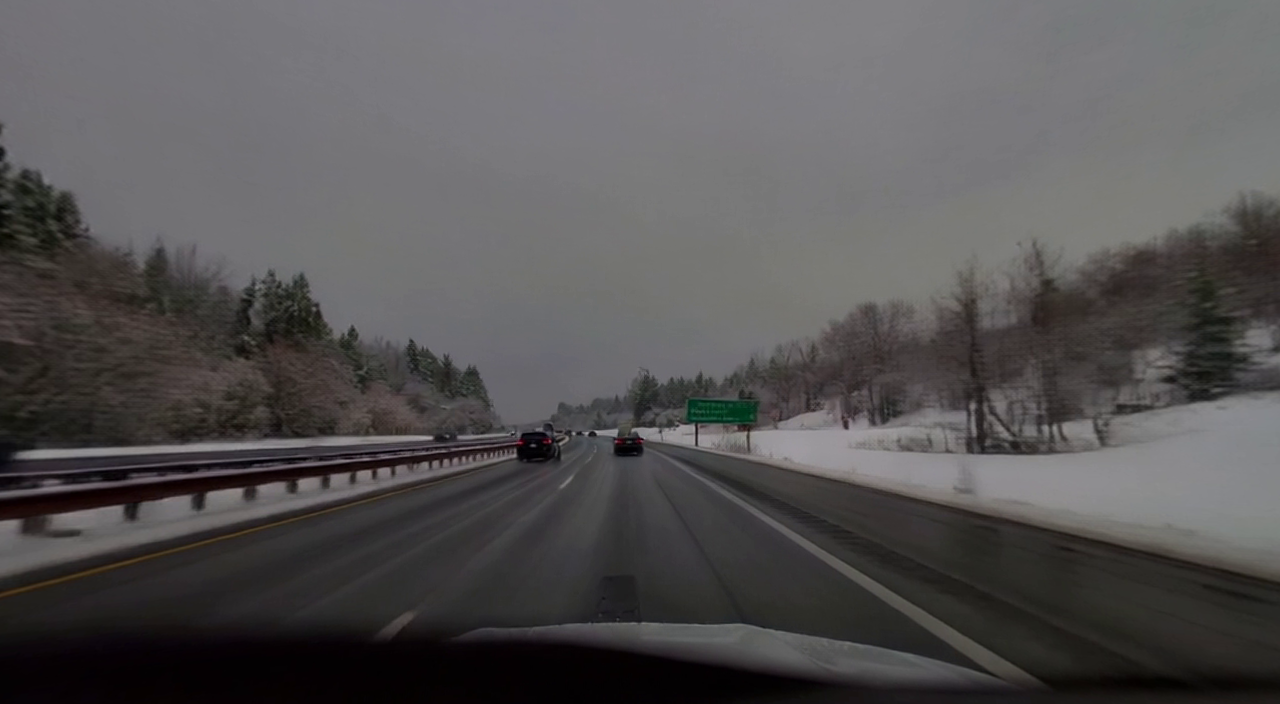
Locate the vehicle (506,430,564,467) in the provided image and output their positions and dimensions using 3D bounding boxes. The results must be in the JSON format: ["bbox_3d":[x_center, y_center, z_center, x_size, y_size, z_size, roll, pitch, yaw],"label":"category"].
[{"bbox_3d":[-4.604,4.313,28.296,1.975,1.518,4.242,0,-8,-1],"label":"vehicle"}]

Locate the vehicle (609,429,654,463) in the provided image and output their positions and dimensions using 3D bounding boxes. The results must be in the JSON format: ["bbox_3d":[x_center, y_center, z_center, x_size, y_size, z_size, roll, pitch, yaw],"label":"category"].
[{"bbox_3d":[-0.489,4.762,32.237,2.162,1.616,4.242,0,-8,-2],"label":"vehicle"}]
